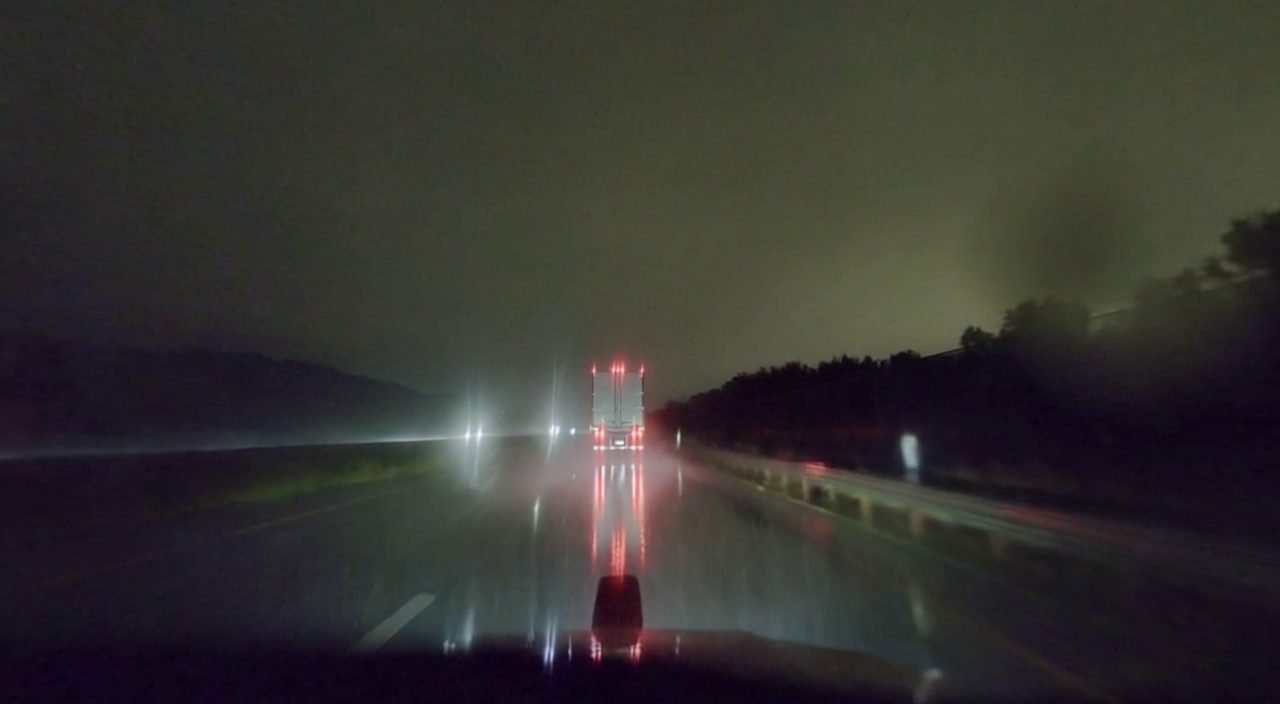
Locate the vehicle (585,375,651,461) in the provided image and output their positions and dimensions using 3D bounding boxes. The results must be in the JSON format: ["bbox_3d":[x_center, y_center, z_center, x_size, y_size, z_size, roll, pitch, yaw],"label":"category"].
[{"bbox_3d":[-1.261,3.747,34.258,3.023,3.965,10.402,0,-8,-3],"label":"vehicle"}]
